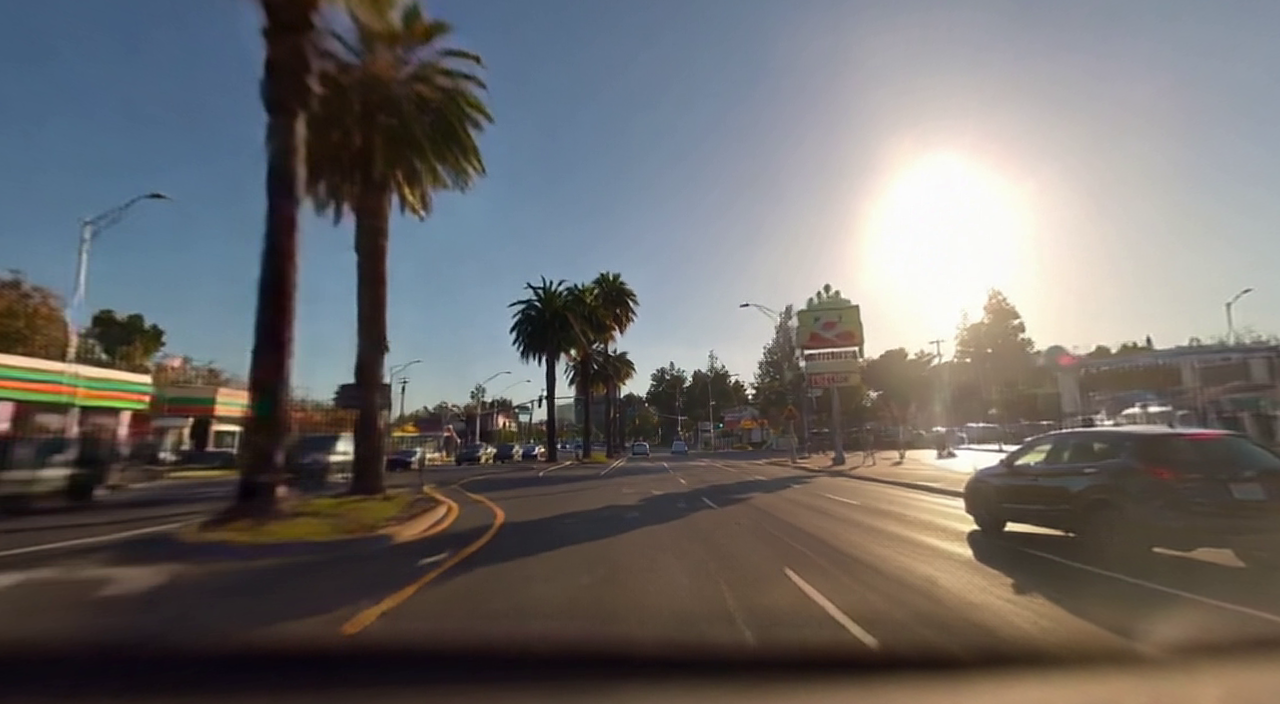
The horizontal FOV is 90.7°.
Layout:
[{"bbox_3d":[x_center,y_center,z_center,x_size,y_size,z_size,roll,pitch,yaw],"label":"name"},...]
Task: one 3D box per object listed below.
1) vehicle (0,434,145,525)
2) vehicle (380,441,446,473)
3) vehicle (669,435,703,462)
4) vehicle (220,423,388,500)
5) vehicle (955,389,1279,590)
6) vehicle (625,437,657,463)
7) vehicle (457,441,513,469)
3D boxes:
[{"bbox_3d":[-12.833,2.536,12.933,1.897,1.683,4.307,0,-8,0],"label":"vehicle"},{"bbox_3d":[-12.447,5.762,34.998,1.972,1.590,4.370,0,-8,1],"label":"vehicle"},{"bbox_3d":[3.468,7.419,48.701,2.190,1.913,5.174,0,-8,0],"label":"vehicle"},{"bbox_3d":[-9.305,3.065,18.151,2.169,1.910,4.745,0,-8,0],"label":"vehicle"},{"bbox_3d":[6.440,1.602,8.257,2.066,1.807,4.893,0,-8,-1],"label":"vehicle"},{"bbox_3d":[0.080,6.820,44.087,2.177,1.754,3.815,0,-8,1],"label":"vehicle"},{"bbox_3d":[-9.238,6.188,38.168,2.042,1.555,4.748,0,-8,1],"label":"vehicle"}]
